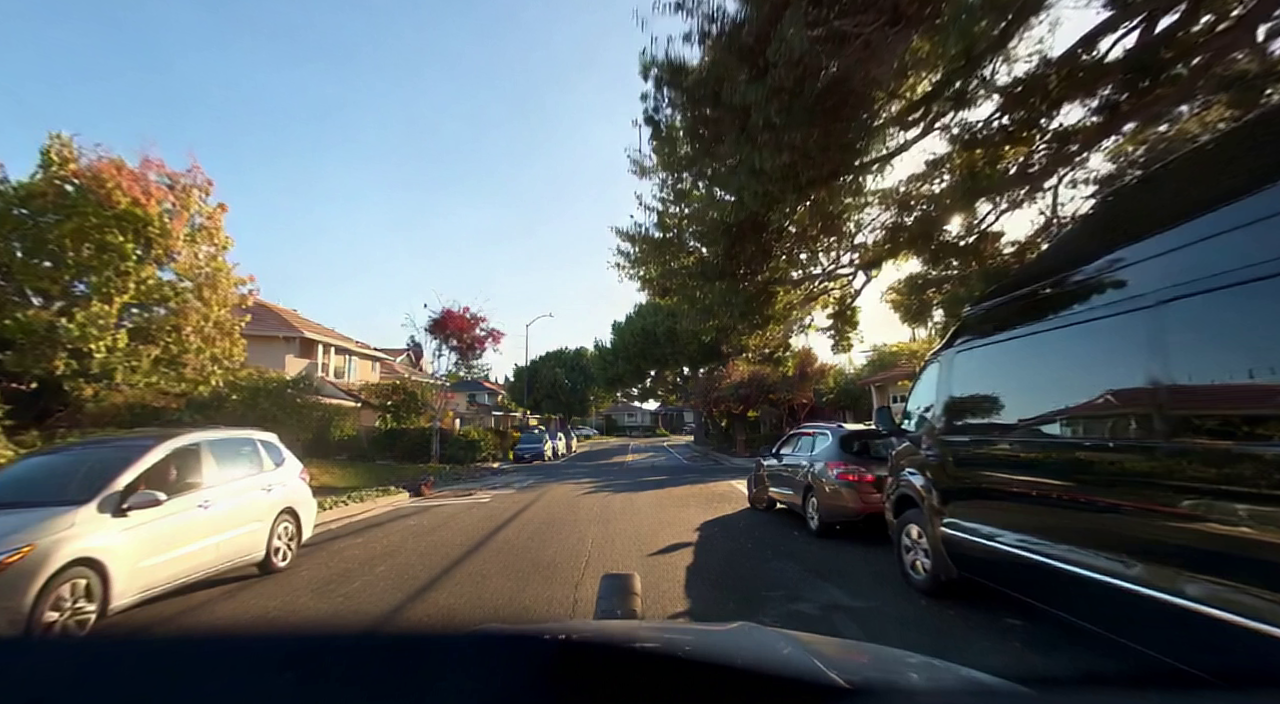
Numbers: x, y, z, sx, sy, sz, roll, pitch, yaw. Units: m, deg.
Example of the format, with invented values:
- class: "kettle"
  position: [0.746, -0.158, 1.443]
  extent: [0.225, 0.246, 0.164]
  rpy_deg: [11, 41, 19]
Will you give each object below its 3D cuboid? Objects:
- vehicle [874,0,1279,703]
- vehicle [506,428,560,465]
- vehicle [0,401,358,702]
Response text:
- class: "vehicle"
  position: [3.573, 0.302, 3.127]
  extent: [2.541, 3.000, 5.932]
  rpy_deg: [0, -8, 1]
- class: "vehicle"
  position: [-5.609, 4.985, 33.425]
  extent: [2.147, 1.780, 4.165]
  rpy_deg: [0, -8, 0]
- class: "vehicle"
  position: [-4.343, 1.300, 5.211]
  extent: [2.034, 1.552, 4.285]
  rpy_deg: [0, -8, 0]
